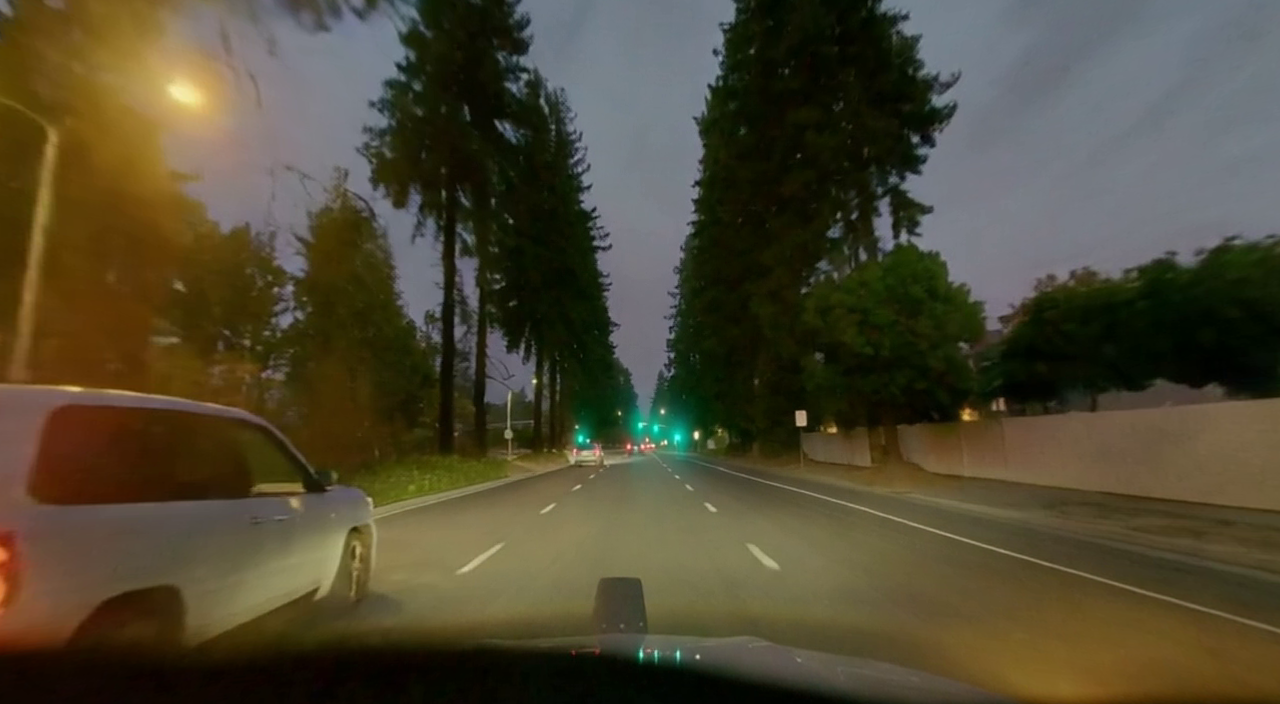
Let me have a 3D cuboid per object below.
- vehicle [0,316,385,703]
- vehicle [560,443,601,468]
[{"bbox_3d":[-3.211,0.854,2.980,2.058,1.671,4.704,0,-9,0],"label":"vehicle"},{"bbox_3d":[-3.578,6.314,38.641,2.021,1.466,4.330,0,-9,1],"label":"vehicle"}]
